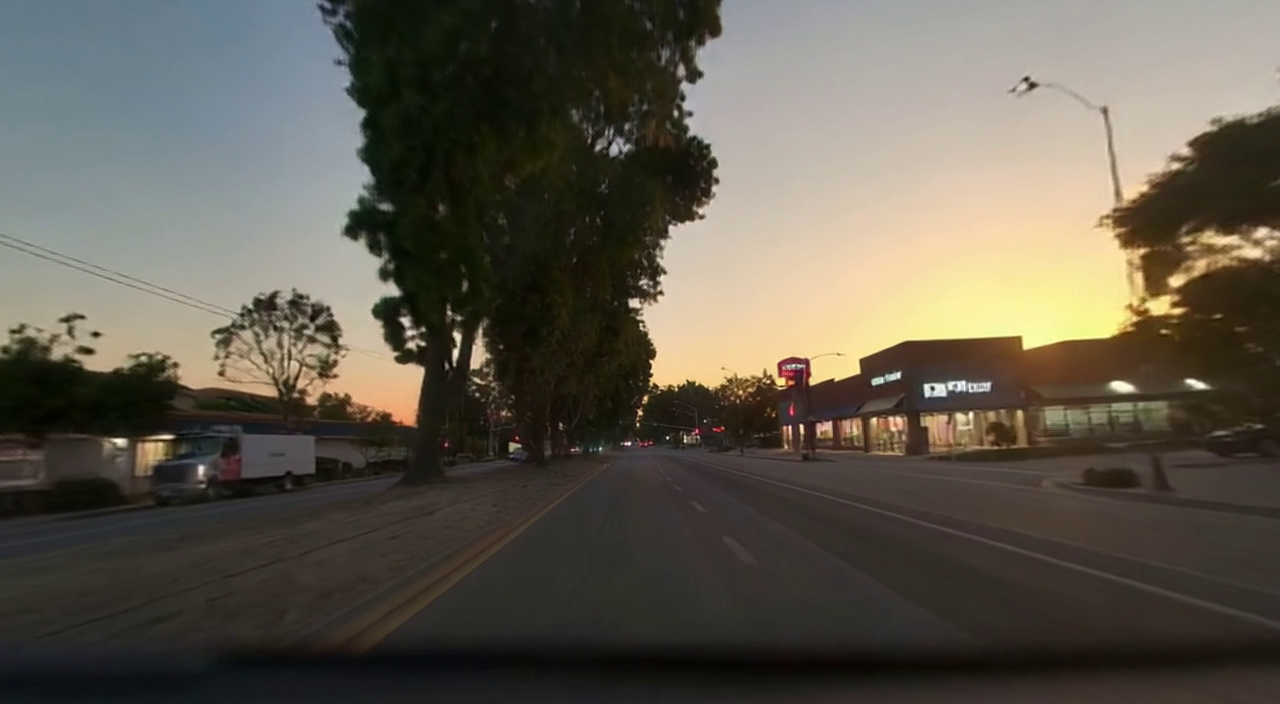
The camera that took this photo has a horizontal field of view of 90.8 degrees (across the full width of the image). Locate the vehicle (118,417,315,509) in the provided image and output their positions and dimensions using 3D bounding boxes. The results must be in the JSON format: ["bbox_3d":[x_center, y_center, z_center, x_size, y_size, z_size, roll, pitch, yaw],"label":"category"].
[{"bbox_3d":[-19.587,5.188,30.339,2.966,3.698,9.217,0,-9,0],"label":"vehicle"}]

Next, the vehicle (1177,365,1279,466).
[{"bbox_3d":[28.945,2.978,28.699,8.627,4.134,2.881,3,-9,-22],"label":"vehicle"}]
